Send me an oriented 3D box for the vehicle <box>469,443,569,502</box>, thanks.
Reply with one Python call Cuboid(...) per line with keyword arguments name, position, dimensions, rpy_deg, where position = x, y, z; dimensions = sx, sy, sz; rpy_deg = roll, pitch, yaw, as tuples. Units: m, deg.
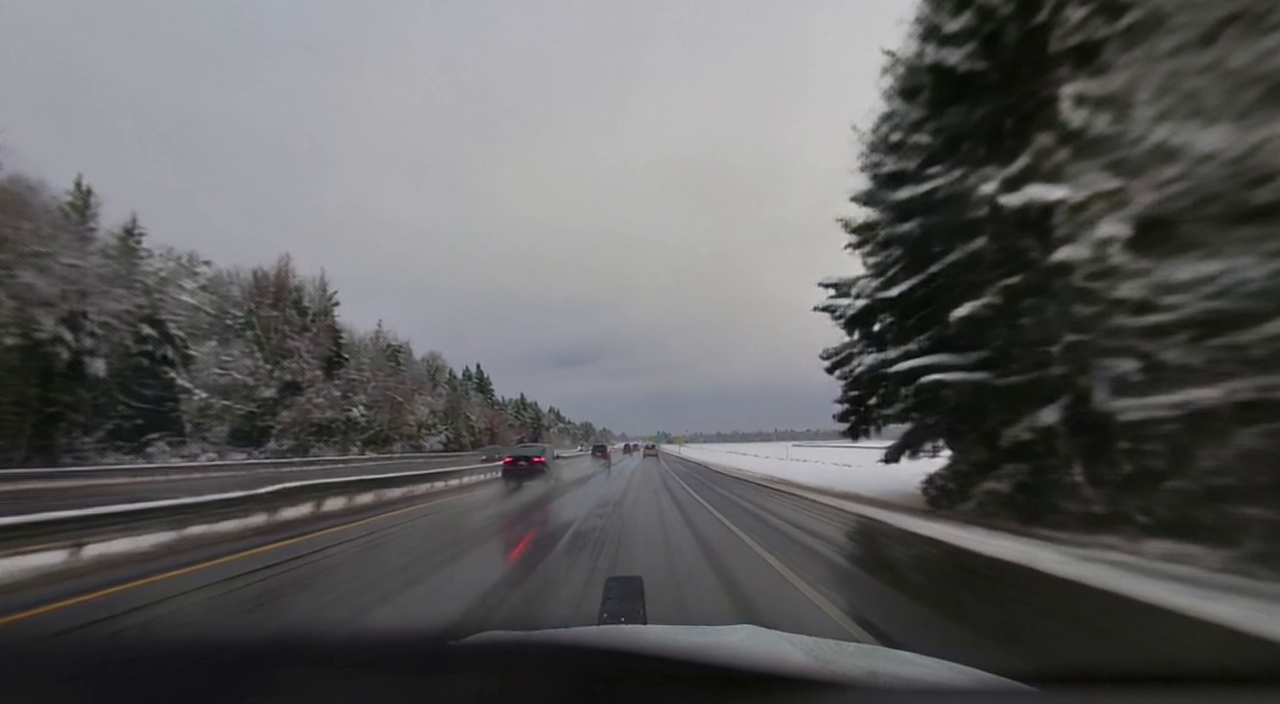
Cuboid(name="vehicle", position=(-3.296, 3.380, 18.056), dimensions=(1.970, 1.483, 4.097), rpy_deg=(0, -9, 1))
